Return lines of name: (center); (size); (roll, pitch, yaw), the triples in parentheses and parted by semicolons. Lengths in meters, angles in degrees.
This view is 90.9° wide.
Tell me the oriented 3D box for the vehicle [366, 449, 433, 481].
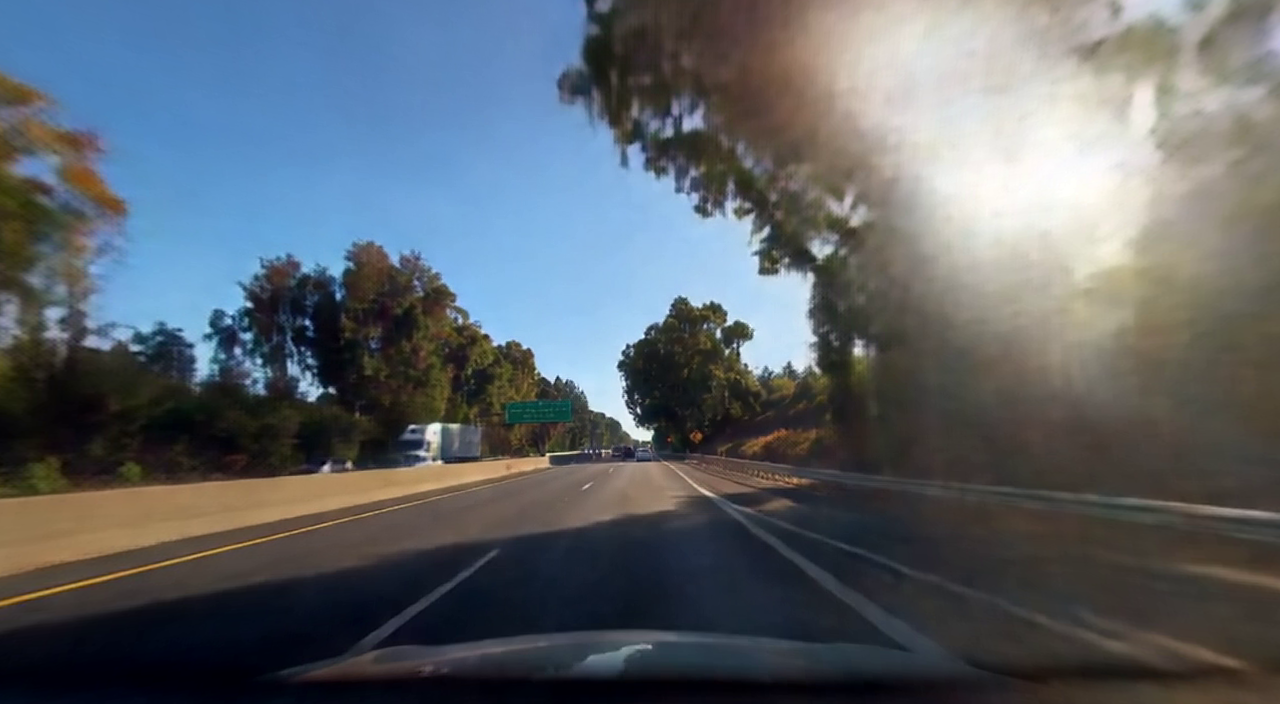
vehicle: (-13.373, 6.293, 35.385); (1.992, 1.624, 4.284); (0, -9, 1)
